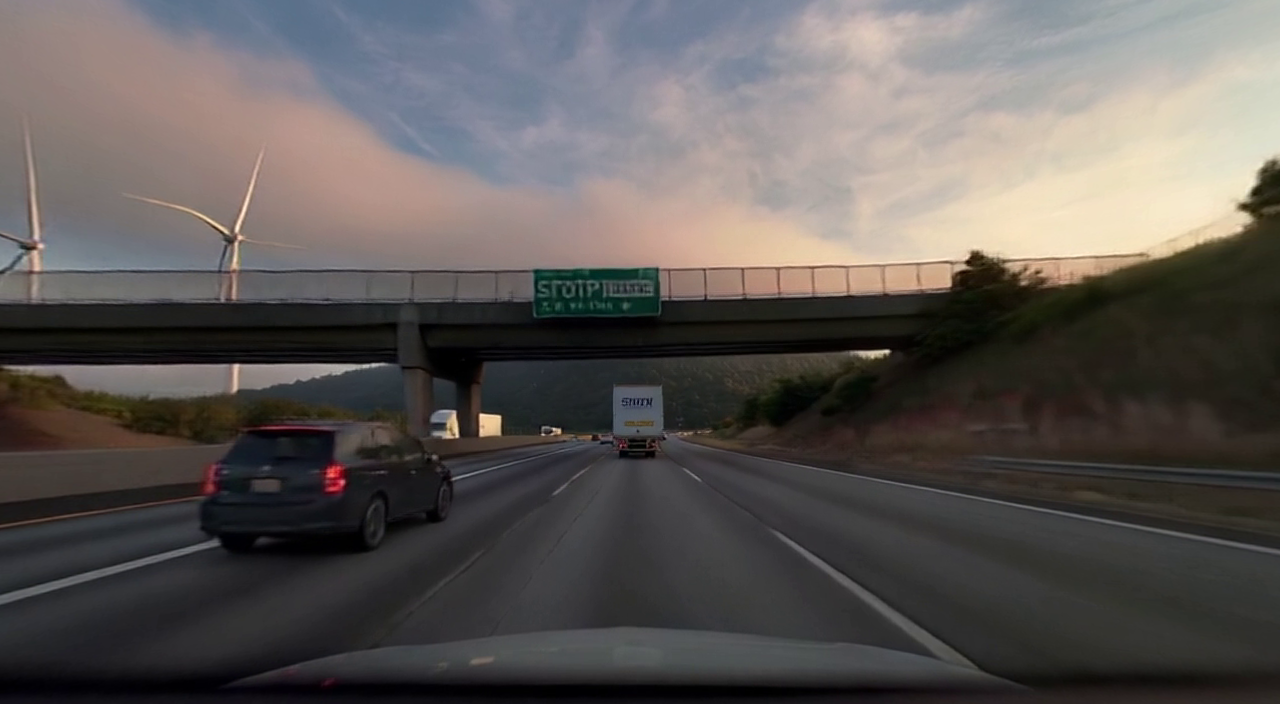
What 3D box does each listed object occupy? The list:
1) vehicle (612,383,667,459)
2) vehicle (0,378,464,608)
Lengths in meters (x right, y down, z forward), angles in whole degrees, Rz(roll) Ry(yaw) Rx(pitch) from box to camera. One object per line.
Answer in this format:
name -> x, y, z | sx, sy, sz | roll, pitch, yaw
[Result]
vehicle -> -0.186, 4.492, 39.747 | 2.906, 3.990, 12.551 | 0, -8, -1
vehicle -> -3.782, 1.366, 7.177 | 2.167, 1.686, 4.946 | 0, -8, 0
